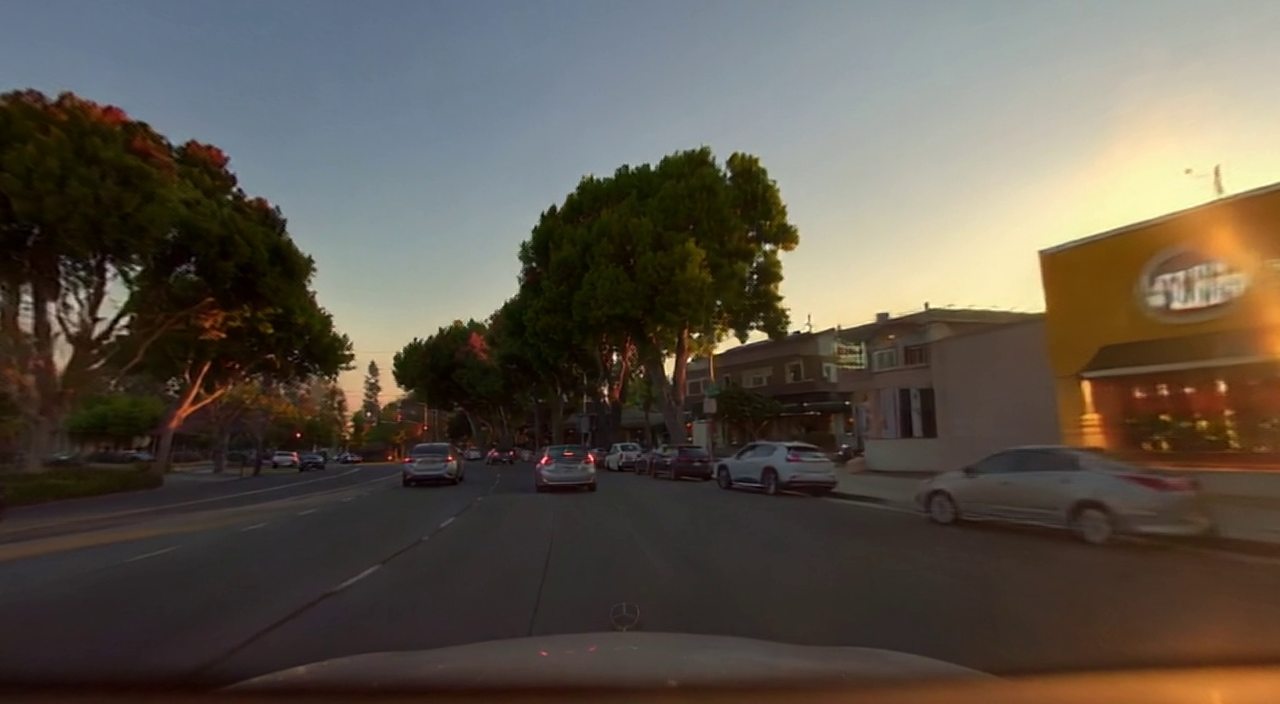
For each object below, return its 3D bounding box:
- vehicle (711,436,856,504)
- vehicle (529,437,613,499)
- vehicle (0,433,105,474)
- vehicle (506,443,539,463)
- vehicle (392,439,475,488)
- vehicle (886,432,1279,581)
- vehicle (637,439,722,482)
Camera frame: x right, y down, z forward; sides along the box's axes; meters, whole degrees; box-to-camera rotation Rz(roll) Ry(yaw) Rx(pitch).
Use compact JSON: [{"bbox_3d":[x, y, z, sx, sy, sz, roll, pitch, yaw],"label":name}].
[{"bbox_3d":[3.599,3.039,16.727,1.905,1.537,4.276,2,-9,-16],"label":"vehicle"},{"bbox_3d":[-2.082,3.190,17.808,2.001,1.483,4.442,1,-9,-10],"label":"vehicle"},{"bbox_3d":[-36.307,6.242,38.806,2.430,2.266,6.029,3,-9,-13],"label":"vehicle"},{"bbox_3d":[-8.554,7.264,45.452,1.920,1.416,4.310,2,-9,-16],"label":"vehicle"},{"bbox_3d":[-6.933,3.763,21.650,2.105,1.477,4.857,2,-9,-11],"label":"vehicle"},{"bbox_3d":[5.916,1.901,8.826,2.038,1.446,4.896,2,-9,-15],"label":"vehicle"},{"bbox_3d":[1.439,4.251,25.005,1.867,1.489,4.694,2,-9,-16],"label":"vehicle"}]
